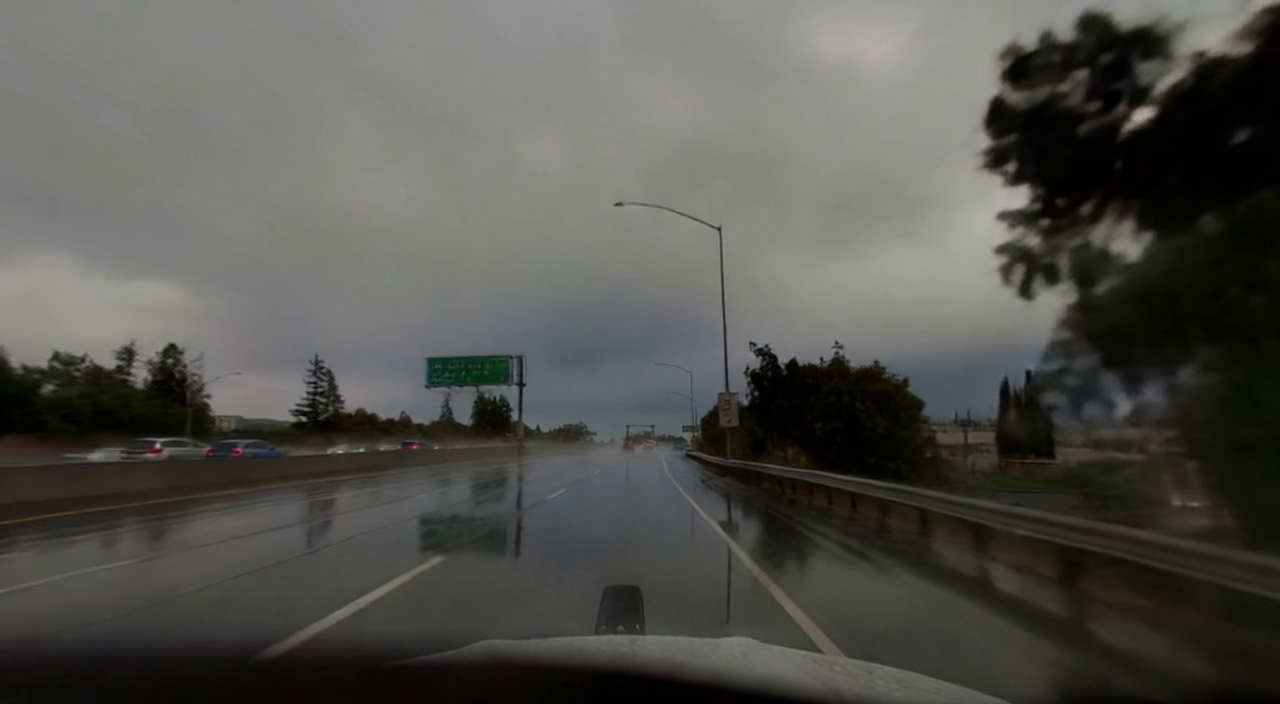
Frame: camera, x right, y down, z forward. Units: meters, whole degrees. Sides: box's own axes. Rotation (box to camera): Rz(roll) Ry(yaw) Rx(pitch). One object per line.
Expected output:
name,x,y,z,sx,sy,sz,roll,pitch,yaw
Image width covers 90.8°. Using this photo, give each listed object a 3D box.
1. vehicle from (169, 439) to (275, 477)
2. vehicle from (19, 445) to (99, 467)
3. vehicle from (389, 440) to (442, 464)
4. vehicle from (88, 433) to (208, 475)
vehicle,-18.124,4.585,27.693,1.829,1.520,4.505,1,-8,-5
vehicle,-45.028,8.017,49.117,2.095,1.593,4.577,0,-8,-4
vehicle,-15.027,6.697,42.517,2.271,1.537,4.029,0,-8,-3
vehicle,-22.107,4.590,28.664,2.049,1.718,4.445,1,-8,-5
